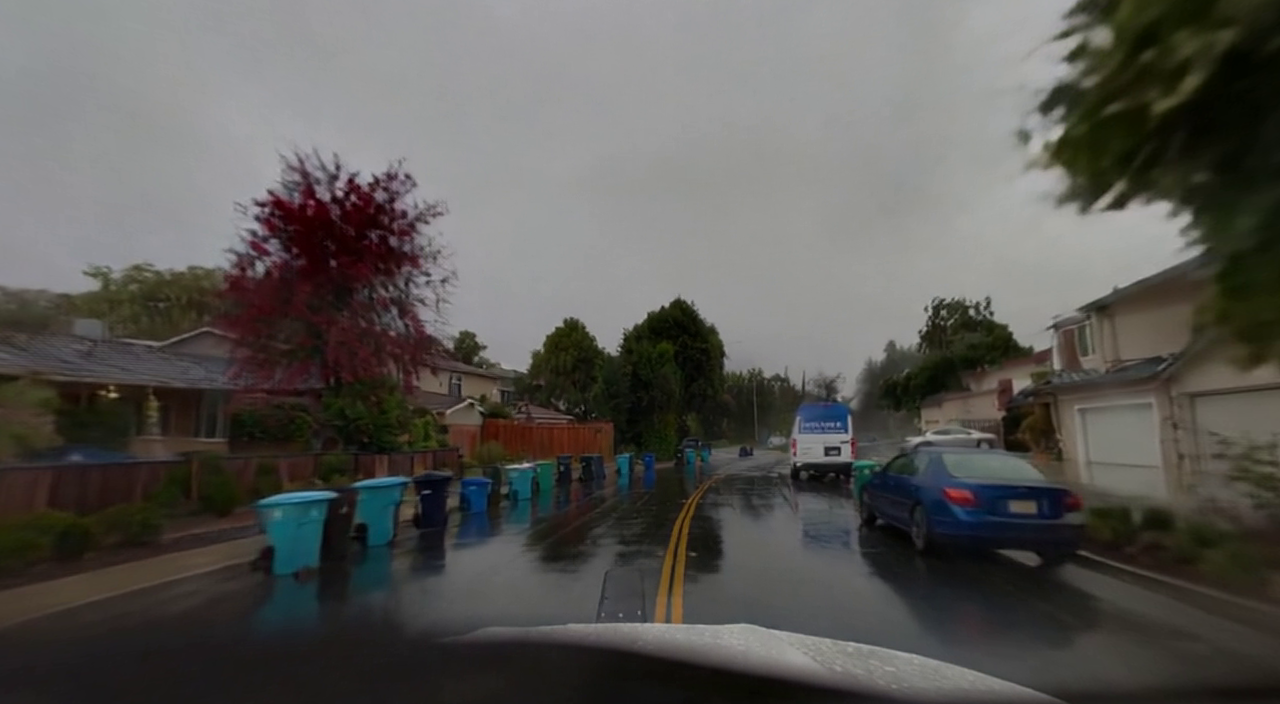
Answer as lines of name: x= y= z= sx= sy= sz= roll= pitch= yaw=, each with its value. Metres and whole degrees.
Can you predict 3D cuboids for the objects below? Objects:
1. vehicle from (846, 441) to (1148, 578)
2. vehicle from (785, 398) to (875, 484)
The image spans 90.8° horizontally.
vehicle: x=4.275 y=1.890 z=8.531 sx=1.835 sy=1.349 sz=4.285 roll=-1 pitch=-8 yaw=4
vehicle: x=6.920 y=3.320 z=23.556 sx=2.684 sy=2.712 sz=6.197 roll=-3 pitch=-8 yaw=14
